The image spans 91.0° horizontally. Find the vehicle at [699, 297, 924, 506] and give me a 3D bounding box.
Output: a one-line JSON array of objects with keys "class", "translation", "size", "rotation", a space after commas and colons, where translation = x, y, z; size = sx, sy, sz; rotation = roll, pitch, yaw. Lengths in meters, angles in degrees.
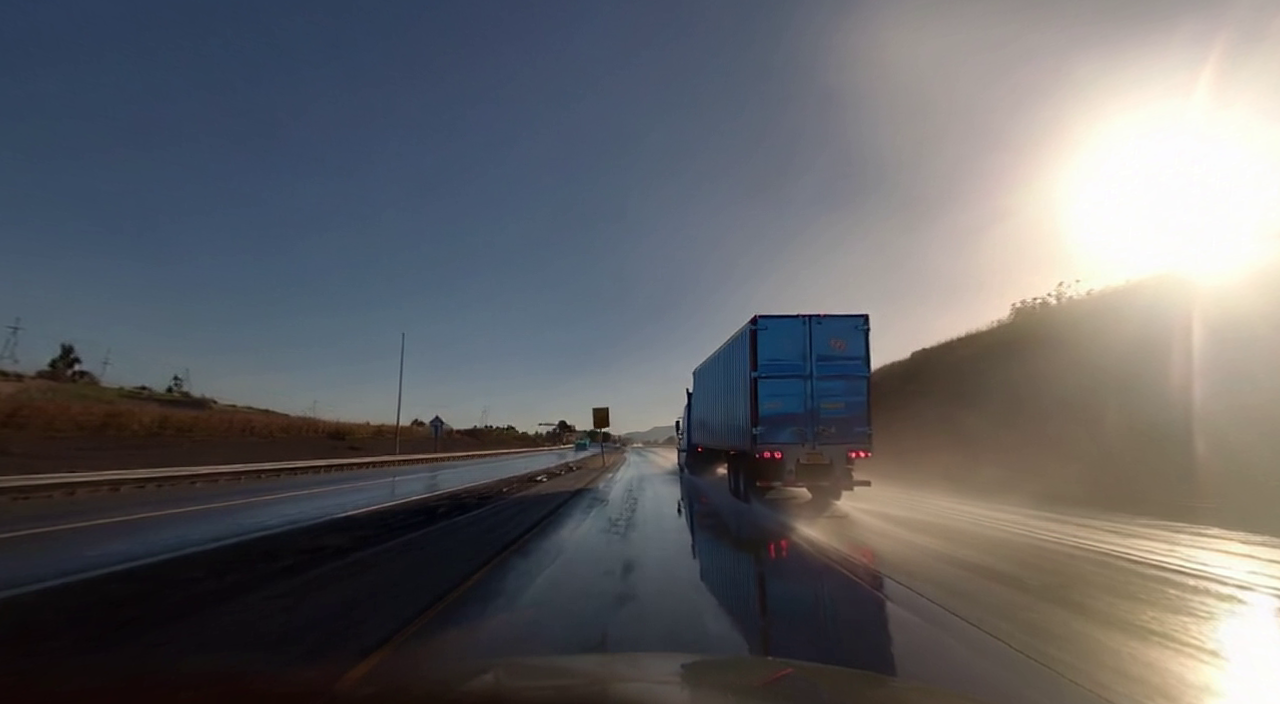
[{"class": "vehicle", "translation": [4.329, 2.002, 20.531], "size": [3.615, 4.578, 13.539], "rotation": [0, -8, 0]}]
